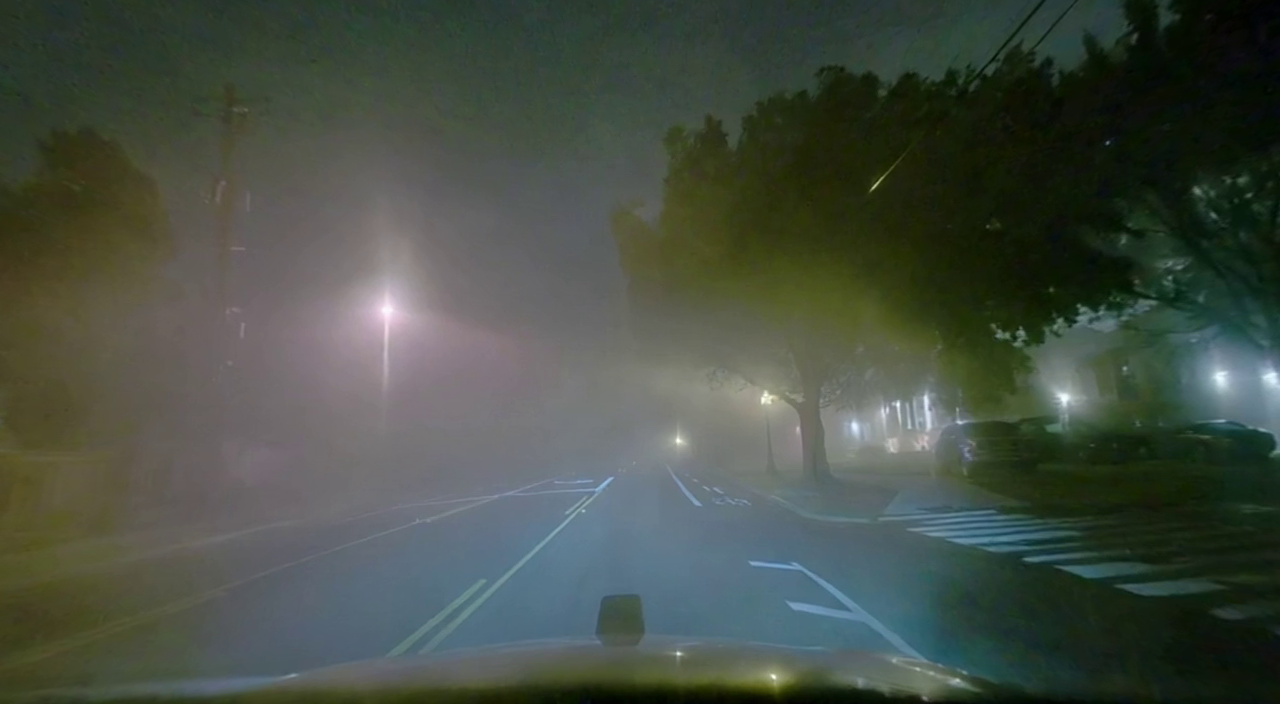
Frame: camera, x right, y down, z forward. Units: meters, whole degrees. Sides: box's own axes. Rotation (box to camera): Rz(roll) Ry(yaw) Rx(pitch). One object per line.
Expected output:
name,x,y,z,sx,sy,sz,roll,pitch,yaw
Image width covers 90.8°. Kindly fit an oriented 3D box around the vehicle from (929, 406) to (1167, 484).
vehicle,10.928,2.578,17.595,2.187,1.786,5.323,2,-9,-17
